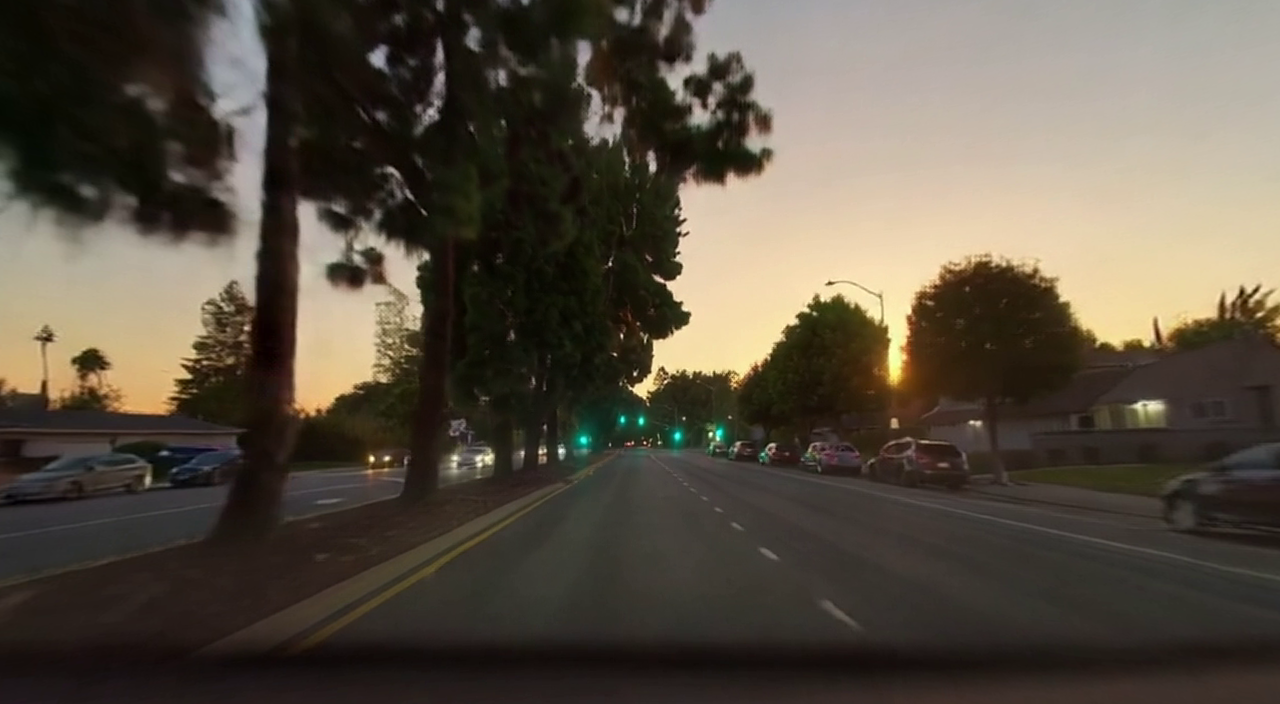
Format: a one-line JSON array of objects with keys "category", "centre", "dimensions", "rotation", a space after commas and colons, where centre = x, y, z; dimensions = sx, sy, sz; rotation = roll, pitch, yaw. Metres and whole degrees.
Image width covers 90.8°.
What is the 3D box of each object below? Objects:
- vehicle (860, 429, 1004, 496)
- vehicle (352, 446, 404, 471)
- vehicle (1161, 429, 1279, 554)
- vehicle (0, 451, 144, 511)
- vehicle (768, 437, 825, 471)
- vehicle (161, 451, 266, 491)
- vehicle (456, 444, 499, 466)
[{"category": "vehicle", "centre": [9.772, 3.729, 21.872], "dimensions": [2.209, 1.982, 5.787], "rotation": [0, -8, 0]}, {"category": "vehicle", "centre": [-18.488, 7.509, 44.774], "dimensions": [1.842, 1.660, 4.120], "rotation": [0, -8, 0]}, {"category": "vehicle", "centre": [9.720, 1.852, 8.292], "dimensions": [1.949, 1.698, 4.351], "rotation": [0, -8, -1]}, {"category": "vehicle", "centre": [-18.466, 3.995, 19.943], "dimensions": [1.876, 1.502, 4.696], "rotation": [-2, -7, 0]}, {"category": "vehicle", "centre": [9.753, 6.418, 39.891], "dimensions": [2.176, 1.893, 5.744], "rotation": [2, -8, 0]}, {"category": "vehicle", "centre": [-18.501, 5.130, 27.635], "dimensions": [1.732, 1.460, 3.932], "rotation": [-4, -8, 3]}, {"category": "vehicle", "centre": [-11.622, 7.358, 45.453], "dimensions": [1.826, 1.472, 4.493], "rotation": [-1, -8, 1]}]
